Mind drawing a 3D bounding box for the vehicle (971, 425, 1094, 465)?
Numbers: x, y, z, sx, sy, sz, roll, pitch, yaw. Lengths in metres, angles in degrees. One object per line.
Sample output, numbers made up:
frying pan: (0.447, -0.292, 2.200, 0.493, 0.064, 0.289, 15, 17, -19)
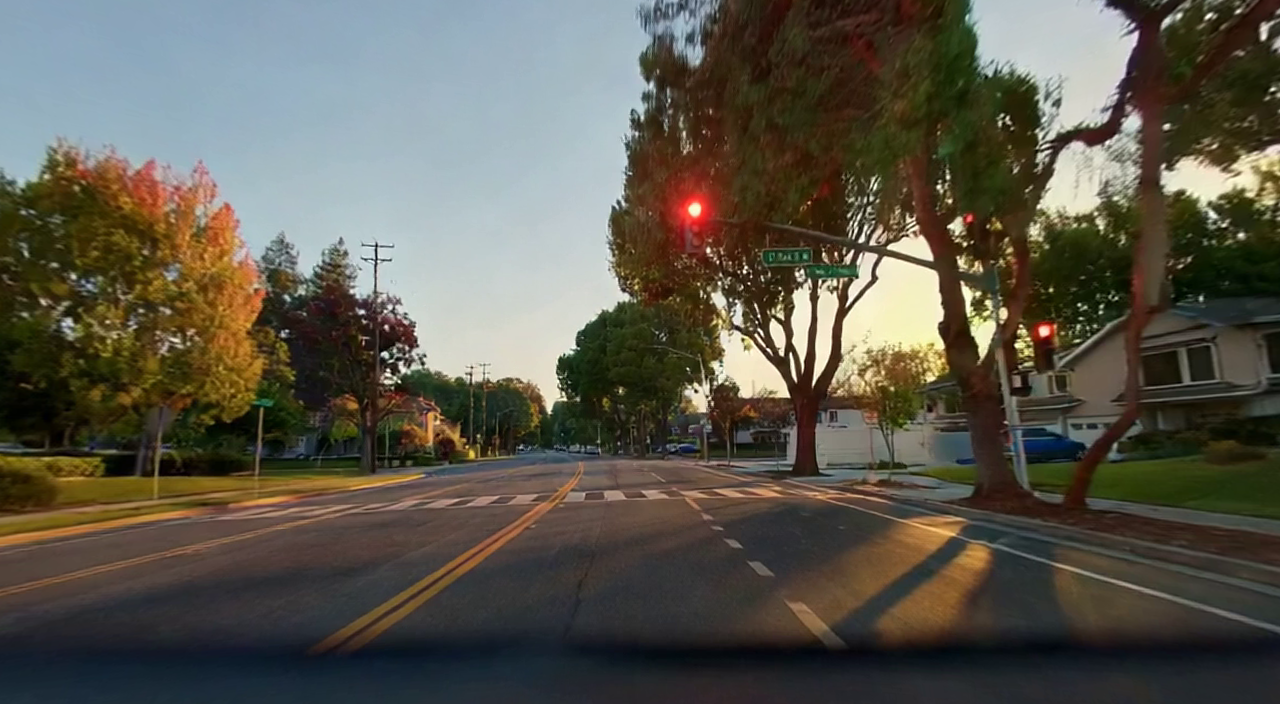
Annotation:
vehicle: (18.304, 4.358, 29.557, 4.631, 1.757, 2.026, 2, -9, -10)
